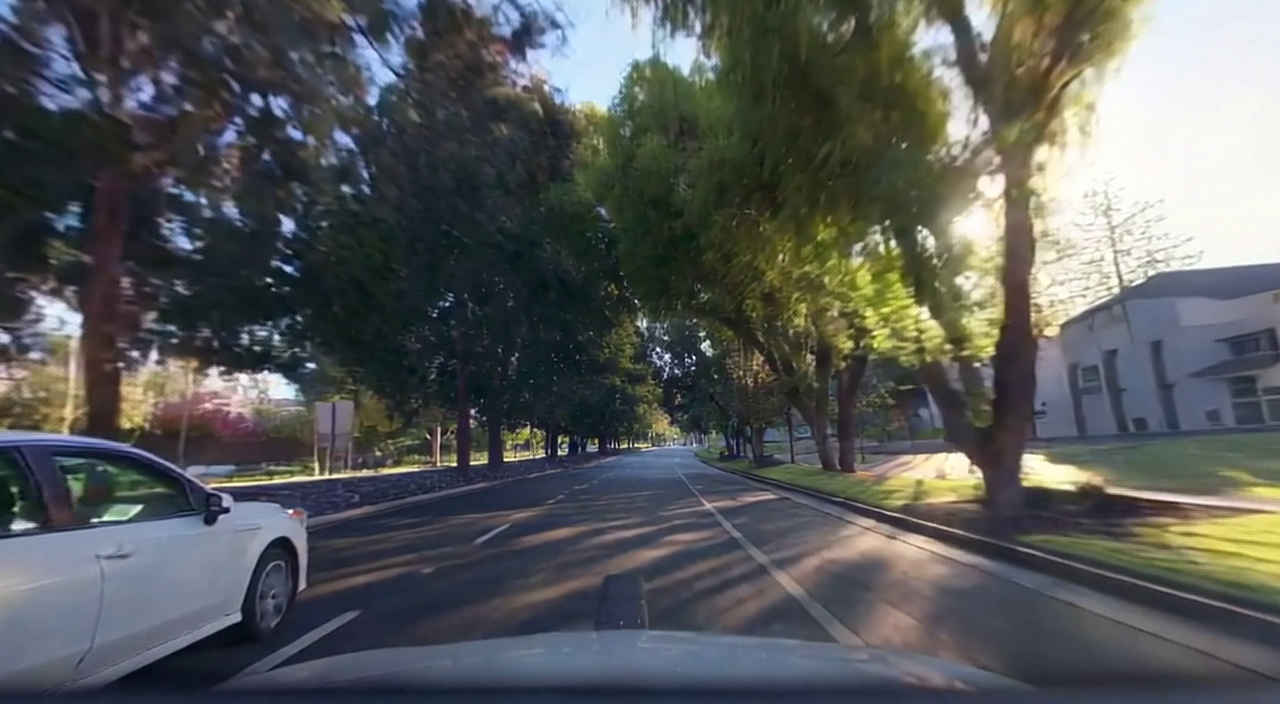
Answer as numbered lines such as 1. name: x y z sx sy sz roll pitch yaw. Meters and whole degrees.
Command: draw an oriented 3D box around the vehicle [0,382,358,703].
1. vehicle: -3.265 0.987 2.969 1.915 1.521 4.283 0 -9 0
